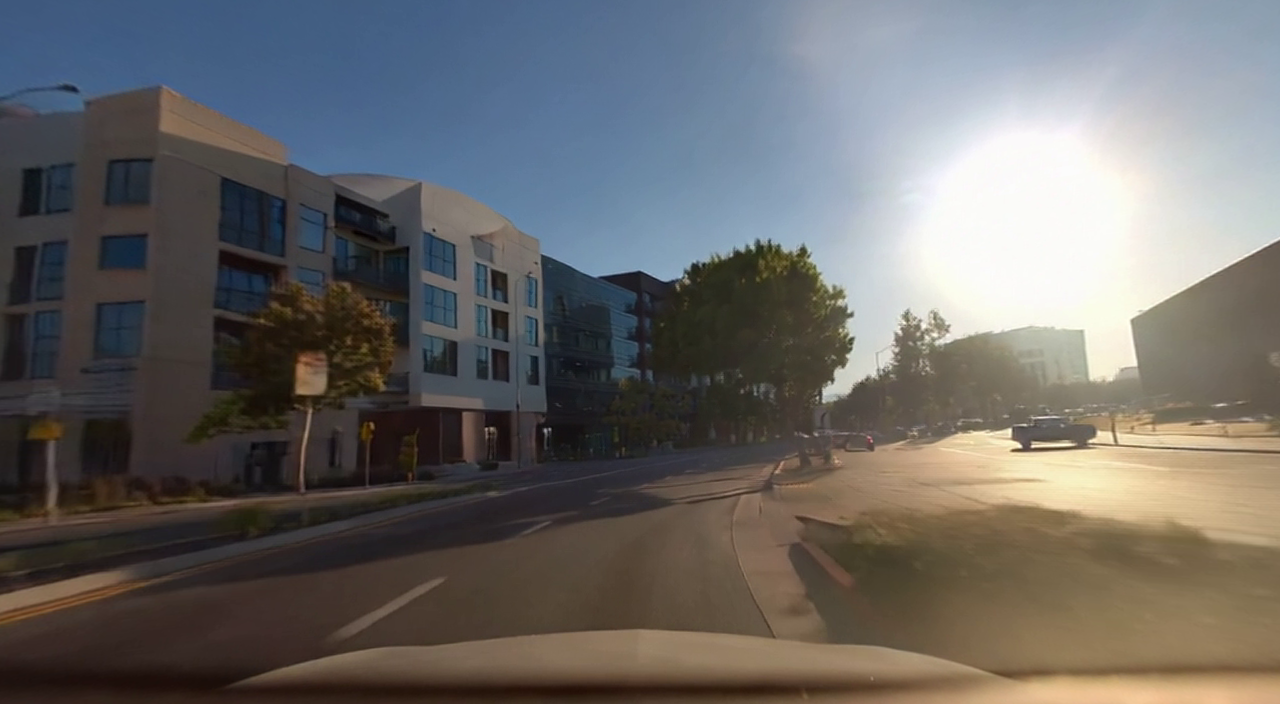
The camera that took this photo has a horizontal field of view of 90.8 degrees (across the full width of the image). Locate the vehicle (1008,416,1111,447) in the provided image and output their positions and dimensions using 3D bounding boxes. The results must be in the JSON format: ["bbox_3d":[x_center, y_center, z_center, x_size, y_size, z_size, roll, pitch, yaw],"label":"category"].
[{"bbox_3d":[25.775,4.947,38.914,4.871,1.757,2.014,-9,-12,44],"label":"vehicle"}]

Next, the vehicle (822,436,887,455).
[{"bbox_3d":[15.980,6.949,47.047,4.218,1.385,1.830,2,-9,-16],"label":"vehicle"}]
